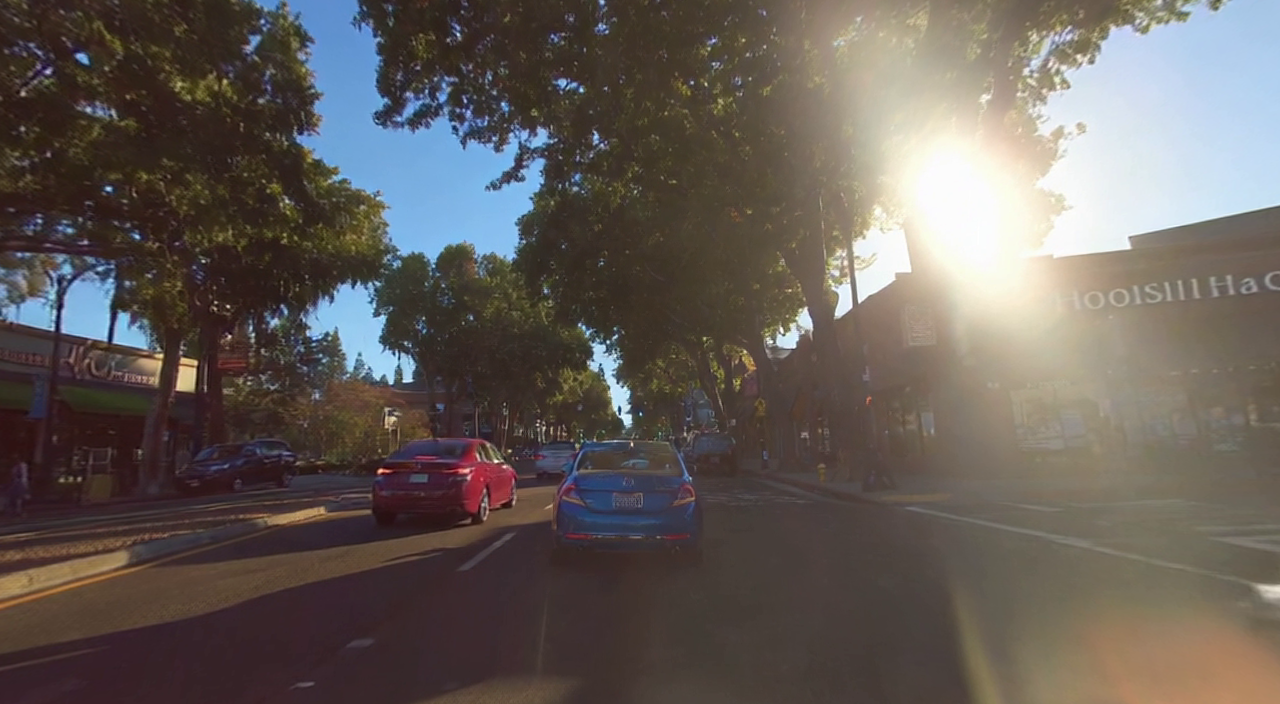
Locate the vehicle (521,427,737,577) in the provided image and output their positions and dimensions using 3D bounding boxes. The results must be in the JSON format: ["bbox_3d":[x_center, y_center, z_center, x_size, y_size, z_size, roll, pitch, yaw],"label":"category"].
[{"bbox_3d":[-0.113,1.814,8.414,2.160,1.482,4.037,0,-9,0],"label":"vehicle"}]

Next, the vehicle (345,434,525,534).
[{"bbox_3d":[-3.460,2.291,11.542,1.905,1.473,4.016,0,-9,0],"label":"vehicle"}]

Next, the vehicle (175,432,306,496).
[{"bbox_3d":[-19.160,5.366,30.736,2.286,2.777,5.926,-1,-9,2],"label":"vehicle"}]

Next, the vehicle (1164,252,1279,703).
[{"bbox_3d":[3.322,0.372,0.289,2.152,1.987,4.527,0,-9,-1],"label":"vehicle"}]
